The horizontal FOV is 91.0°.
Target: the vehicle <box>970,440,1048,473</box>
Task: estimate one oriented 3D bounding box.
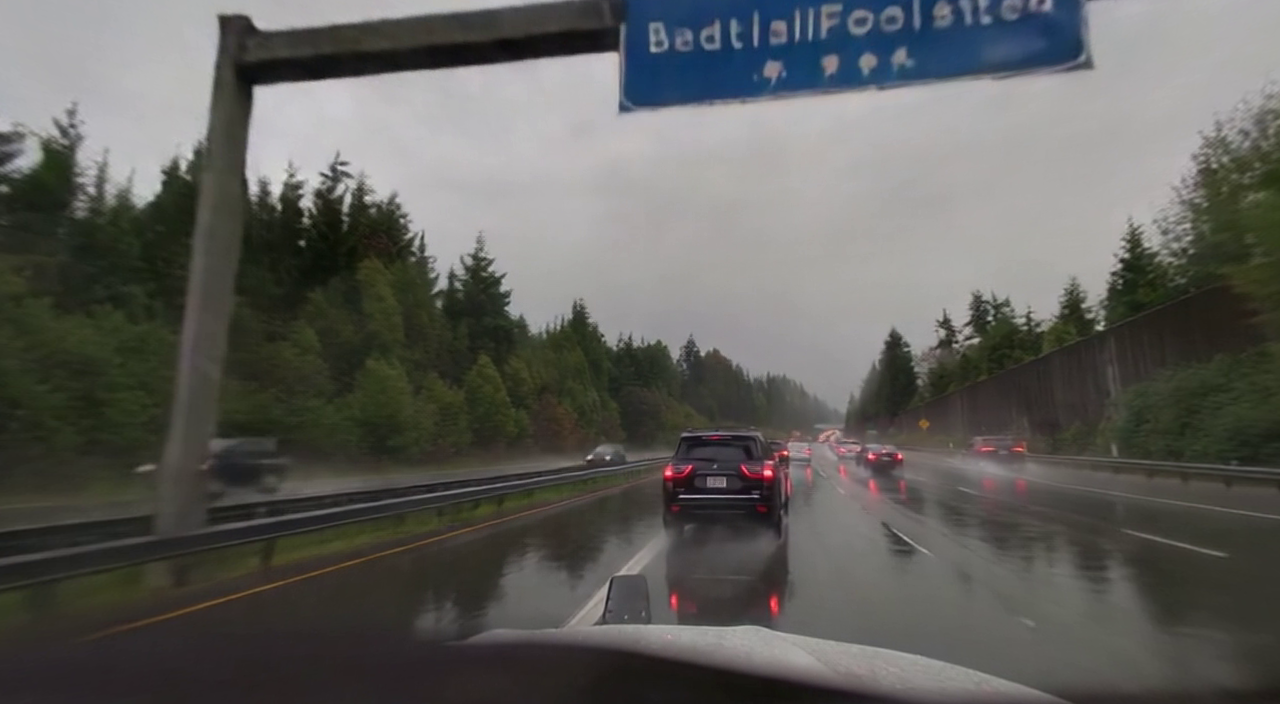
[{"bbox_3d":[18.073,5.097,31.079,1.990,1.478,4.475,-2,-8,13],"label":"vehicle"}]

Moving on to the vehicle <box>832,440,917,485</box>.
[{"bbox_3d":[8.339,3.917,22.812,1.962,1.442,4.536,-1,-8,9],"label":"vehicle"}]

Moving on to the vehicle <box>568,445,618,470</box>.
[{"bbox_3d":[-2.946,6.735,40.470,1.934,1.478,4.474,-2,-9,13],"label":"vehicle"}]

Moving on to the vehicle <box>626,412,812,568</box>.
[{"bbox_3d":[1.276,1.784,8.922,2.021,1.635,4.085,-2,-8,13],"label":"vehicle"}]

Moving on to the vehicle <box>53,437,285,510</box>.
[{"bbox_3d":[-12.654,3.249,17.474,1.989,1.703,4.959,-2,-8,12],"label":"vehicle"}]
